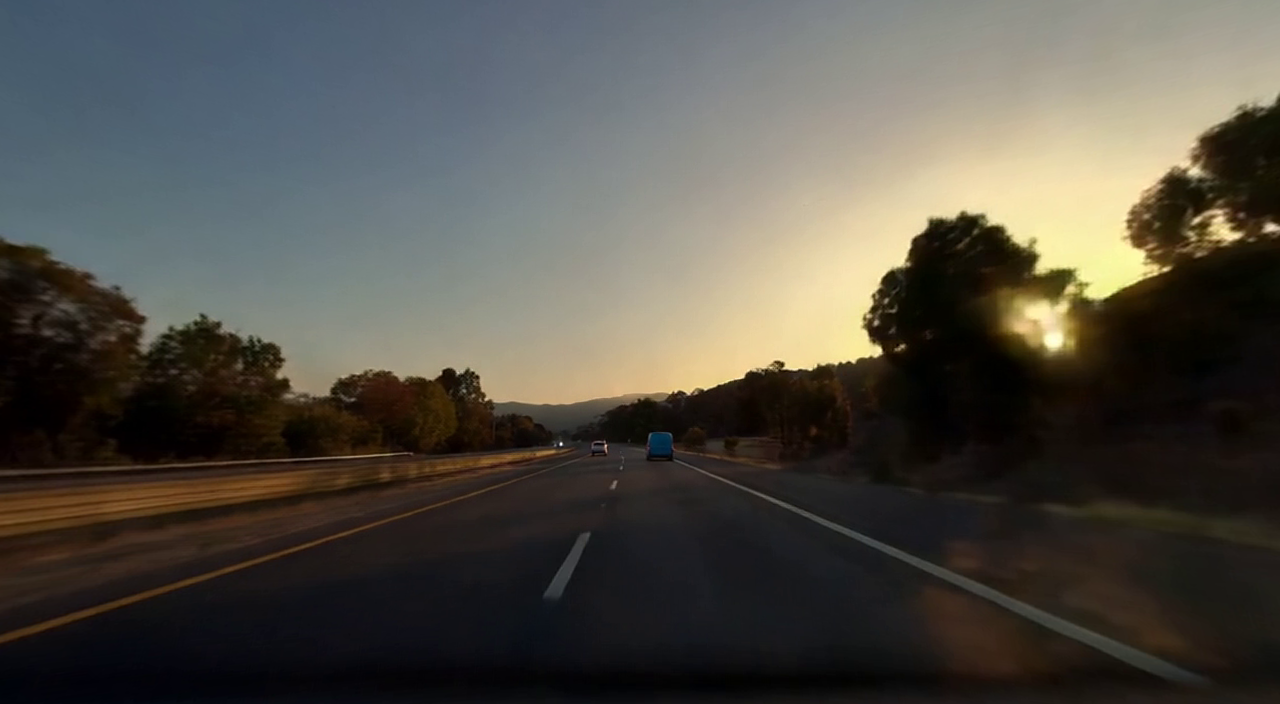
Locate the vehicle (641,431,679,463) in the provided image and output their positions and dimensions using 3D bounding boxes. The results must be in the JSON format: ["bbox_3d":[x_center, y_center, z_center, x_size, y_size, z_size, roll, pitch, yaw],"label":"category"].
[{"bbox_3d":[1.324,6.610,44.010,2.269,2.048,4.679,0,-8,-2],"label":"vehicle"}]
